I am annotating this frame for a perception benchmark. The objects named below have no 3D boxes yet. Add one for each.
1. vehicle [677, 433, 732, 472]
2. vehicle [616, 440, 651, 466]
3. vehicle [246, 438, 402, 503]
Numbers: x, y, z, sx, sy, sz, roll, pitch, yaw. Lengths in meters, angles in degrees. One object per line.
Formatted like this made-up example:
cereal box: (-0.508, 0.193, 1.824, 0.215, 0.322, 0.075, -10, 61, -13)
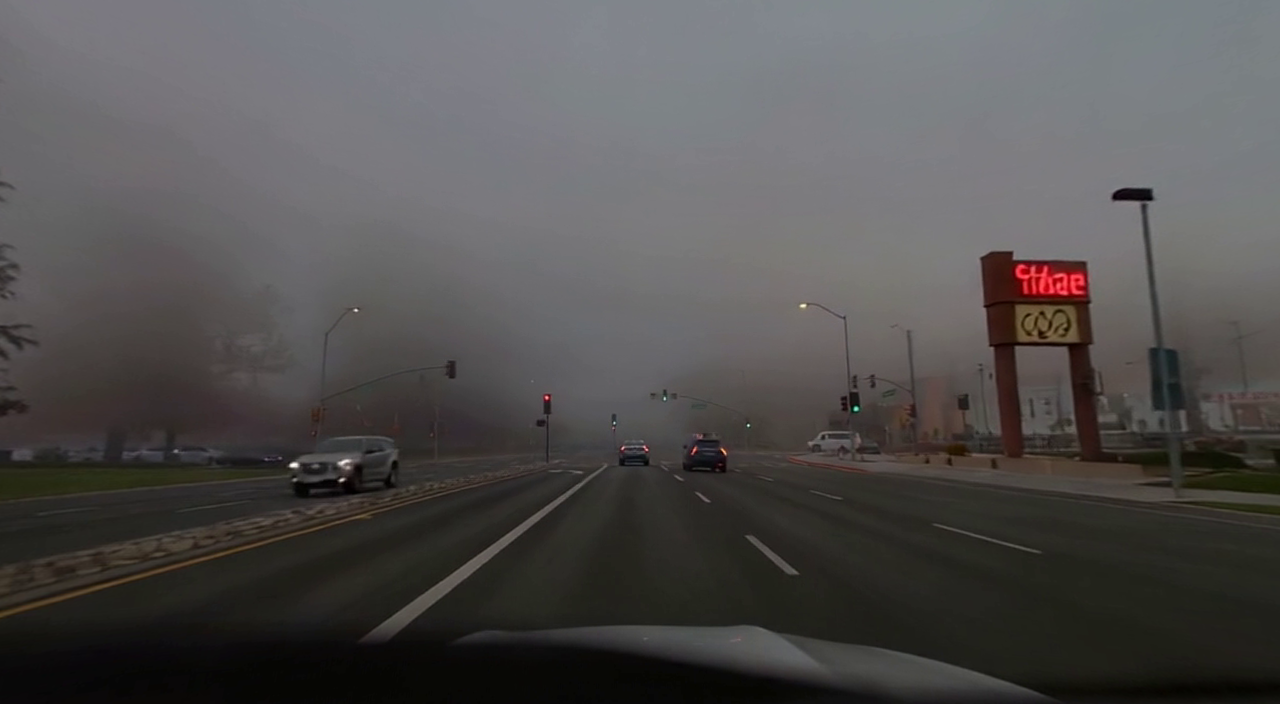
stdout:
vehicle: (3.046, 4.882, 30.749, 2.103, 1.726, 4.385, 0, -9, -2)
vehicle: (-0.379, 6.172, 38.697, 2.035, 1.474, 3.779, 0, -9, 1)
vehicle: (-8.265, 3.118, 17.048, 1.969, 1.526, 4.261, 0, -9, 0)
